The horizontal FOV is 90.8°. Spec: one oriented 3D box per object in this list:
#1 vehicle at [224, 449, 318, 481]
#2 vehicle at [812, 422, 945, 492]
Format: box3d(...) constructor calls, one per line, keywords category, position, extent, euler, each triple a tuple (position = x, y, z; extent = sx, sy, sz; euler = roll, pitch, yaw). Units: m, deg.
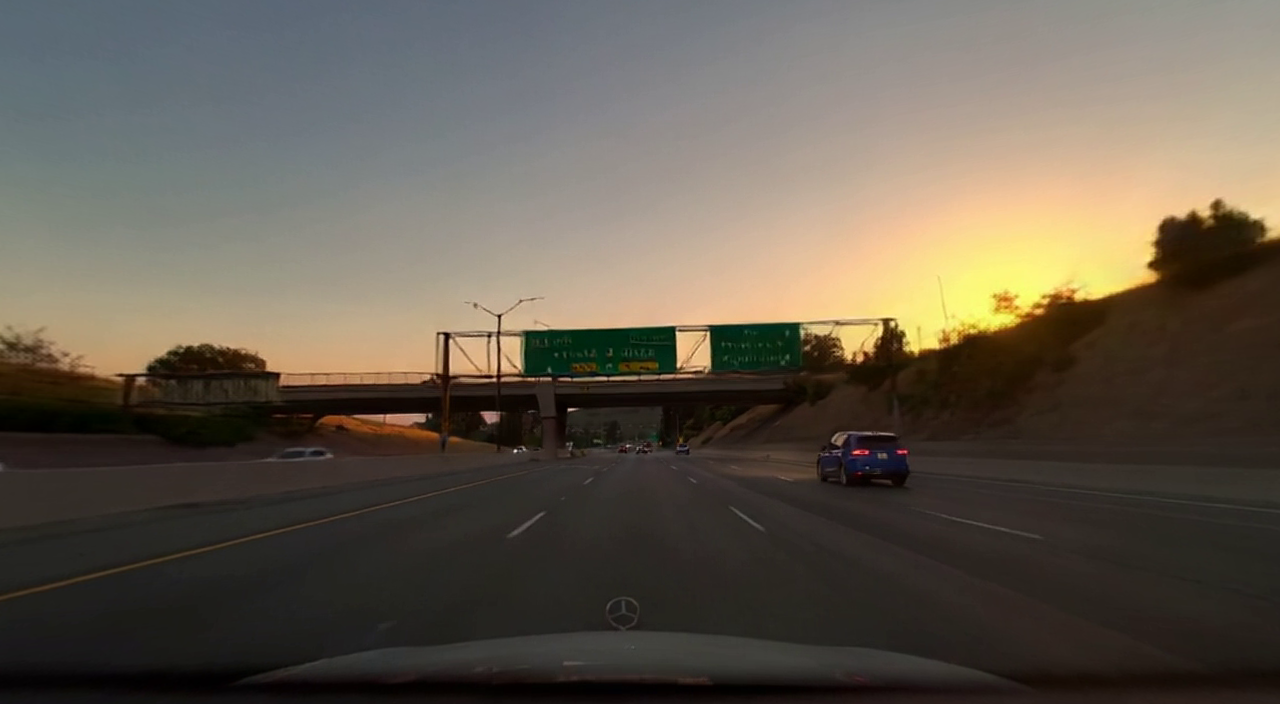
box3d(category="vehicle", position=(-18.356, 5.623, 31.709), extent=(1.989, 1.471, 4.517), euler=(0, -8, 0))
box3d(category="vehicle", position=(7.187, 3.223, 19.700), extent=(2.222, 1.899, 4.595), euler=(0, -8, -2))
